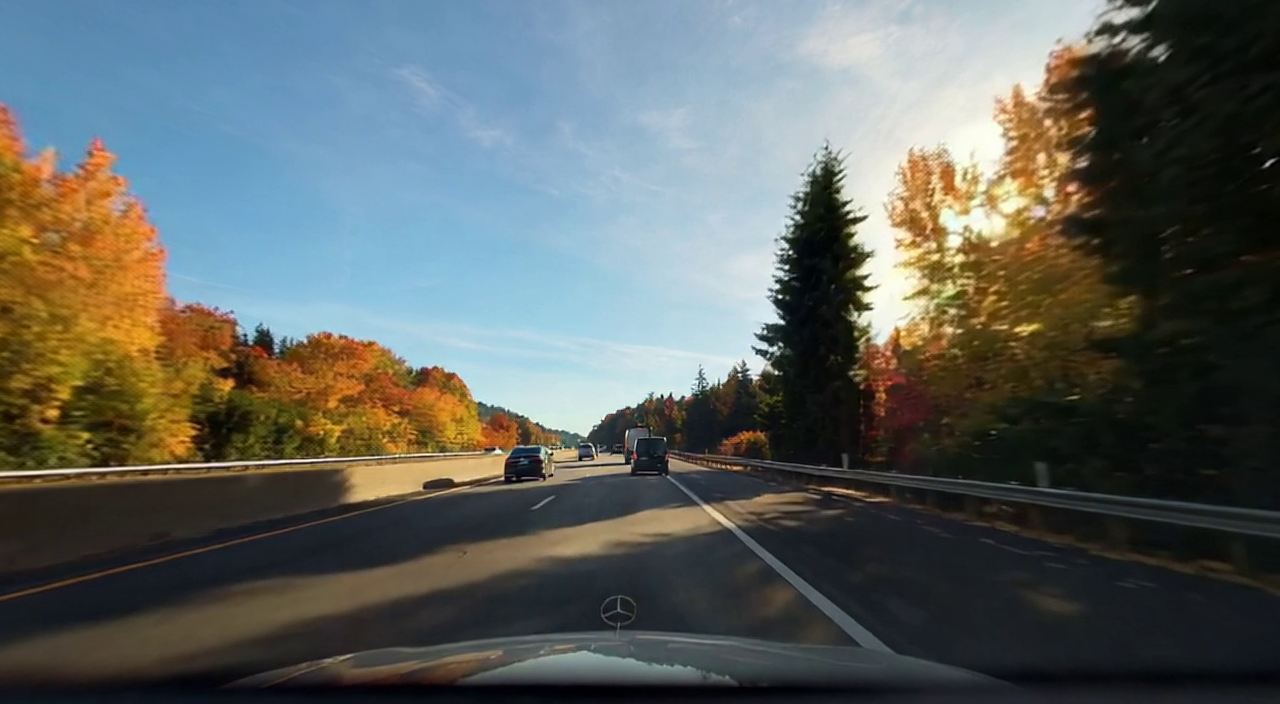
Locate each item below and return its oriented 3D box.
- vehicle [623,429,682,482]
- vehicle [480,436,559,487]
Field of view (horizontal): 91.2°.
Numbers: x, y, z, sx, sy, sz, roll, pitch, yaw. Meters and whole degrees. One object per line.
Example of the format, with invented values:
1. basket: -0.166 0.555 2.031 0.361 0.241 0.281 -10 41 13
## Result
1. vehicle: 0.425 4.244 25.821 2.179 1.930 4.538 0 -9 -1
2. vehicle: -4.349 4.015 23.275 2.088 1.688 4.365 0 -9 0
